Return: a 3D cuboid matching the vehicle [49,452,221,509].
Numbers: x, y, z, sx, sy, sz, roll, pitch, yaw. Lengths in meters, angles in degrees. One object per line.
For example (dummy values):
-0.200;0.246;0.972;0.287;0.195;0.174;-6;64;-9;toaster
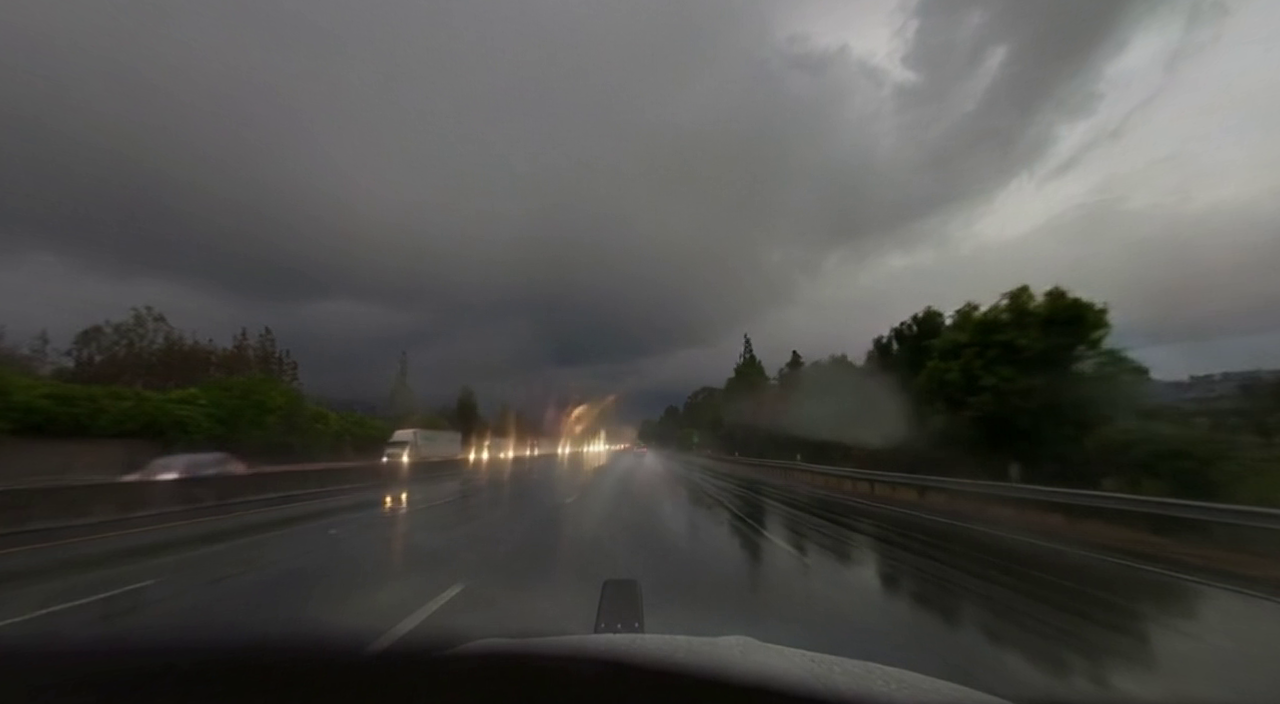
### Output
-15.223;3.848;19.247;1.828;1.487;4.135;0;-9;-1;vehicle
